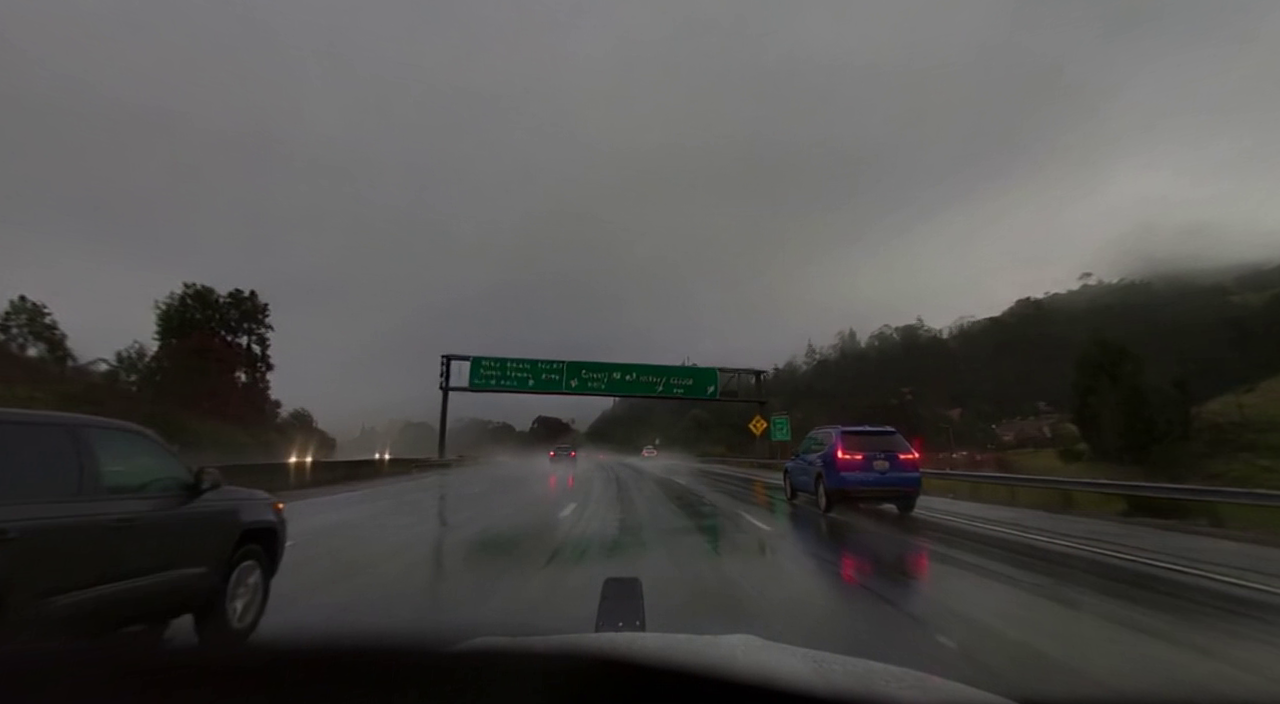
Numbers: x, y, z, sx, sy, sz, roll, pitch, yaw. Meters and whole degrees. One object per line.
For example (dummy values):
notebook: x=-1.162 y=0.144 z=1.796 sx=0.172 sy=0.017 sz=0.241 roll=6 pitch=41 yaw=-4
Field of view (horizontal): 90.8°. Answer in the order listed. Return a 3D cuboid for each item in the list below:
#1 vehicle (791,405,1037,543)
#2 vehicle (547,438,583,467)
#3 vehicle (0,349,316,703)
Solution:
vehicle: x=4.423 y=2.074 z=11.322 sx=2.103 sy=1.903 sz=4.837 roll=0 pitch=-9 yaw=-1
vehicle: x=-5.826 y=7.909 z=49.721 sx=2.537 sy=2.121 sz=5.251 roll=1 pitch=-9 yaw=-4
vehicle: x=-3.738 y=0.908 z=2.753 sx=2.213 sy=1.766 sz=4.598 roll=0 pitch=-9 yaw=0
